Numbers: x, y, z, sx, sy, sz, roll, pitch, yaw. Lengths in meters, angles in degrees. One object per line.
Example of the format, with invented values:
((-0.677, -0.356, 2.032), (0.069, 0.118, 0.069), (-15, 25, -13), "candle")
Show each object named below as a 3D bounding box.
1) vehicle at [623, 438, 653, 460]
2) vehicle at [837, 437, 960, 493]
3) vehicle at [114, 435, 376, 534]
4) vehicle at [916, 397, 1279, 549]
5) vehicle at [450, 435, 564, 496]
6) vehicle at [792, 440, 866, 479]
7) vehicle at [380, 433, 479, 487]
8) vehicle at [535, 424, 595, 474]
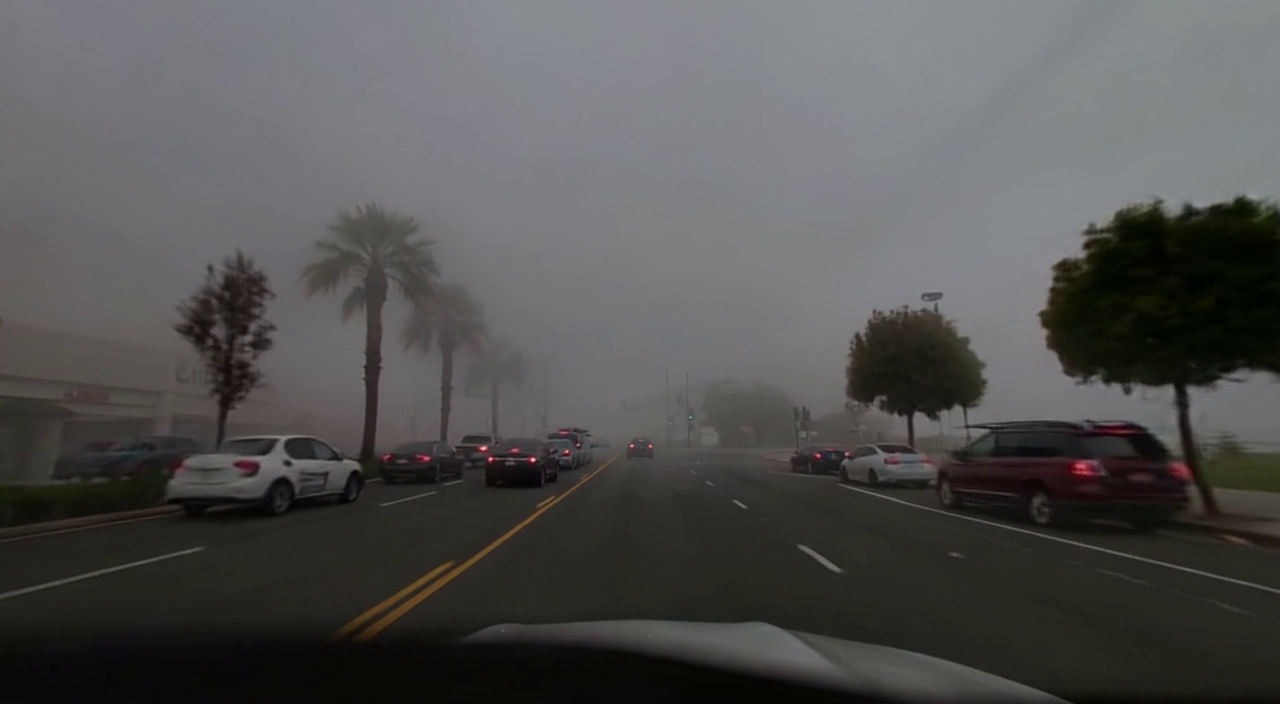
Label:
((-0.081, 7.042, 45.874), (2.092, 1.497, 4.446), (0, -9, 1), "vehicle")
((7.844, 3.455, 19.631), (1.985, 1.549, 4.404), (0, -9, 1), "vehicle")
((-7.002, 2.360, 11.906), (2.071, 1.501, 4.339), (0, -9, 1), "vehicle")
((7.329, 1.991, 11.093), (2.256, 1.936, 5.838), (0, -9, 0), "vehicle")
((-3.500, 3.103, 17.582), (2.044, 1.462, 4.624), (0, -9, 2), "vehicle")
((7.801, 4.470, 26.441), (1.888, 1.496, 4.294), (0, -9, 2), "vehicle")
((-6.606, 3.435, 20.301), (1.668, 1.525, 4.168), (0, -9, 1), "vehicle")
((-3.258, 4.343, 28.271), (2.158, 2.040, 4.511), (0, -9, 0), "vehicle")
